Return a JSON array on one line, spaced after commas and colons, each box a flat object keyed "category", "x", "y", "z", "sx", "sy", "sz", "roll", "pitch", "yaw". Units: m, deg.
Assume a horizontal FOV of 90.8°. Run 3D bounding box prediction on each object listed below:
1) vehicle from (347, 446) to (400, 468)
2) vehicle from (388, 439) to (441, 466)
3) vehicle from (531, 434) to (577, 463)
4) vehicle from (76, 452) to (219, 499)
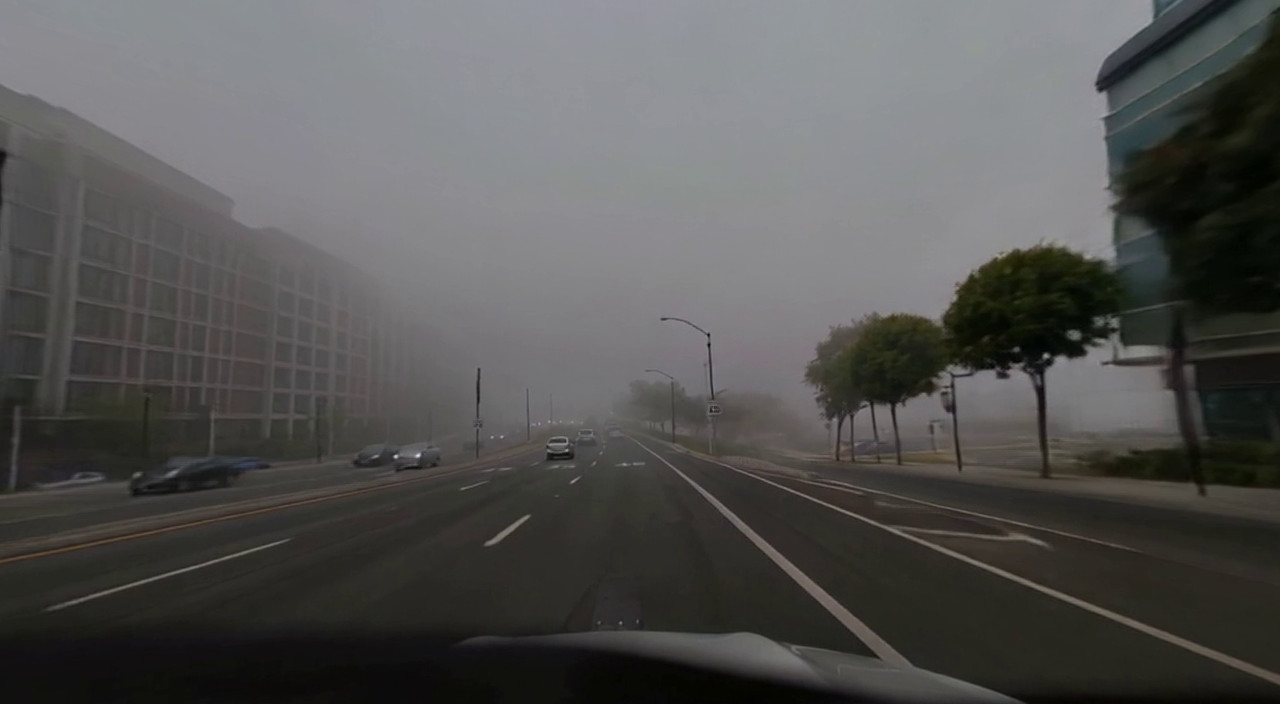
[{"category": "vehicle", "x": -19.397, "y": 7.660, "z": 46.184, "sx": 1.976, "sy": 1.415, "sz": 4.341, "roll": -1, "pitch": -8, "yaw": 1}, {"category": "vehicle", "x": -15.796, "y": 7.063, "z": 44.536, "sx": 1.990, "sy": 1.739, "sz": 4.544, "roll": -1, "pitch": -8, "yaw": 2}, {"category": "vehicle", "x": -4.752, "y": 5.376, "z": 35.343, "sx": 2.025, "sy": 1.474, "sz": 4.292, "roll": -1, "pitch": -8, "yaw": -1}, {"category": "vehicle", "x": -20.158, "y": 5.044, "z": 26.182, "sx": 2.077, "sy": 1.655, "sz": 4.570, "roll": -1, "pitch": -8, "yaw": 3}]
